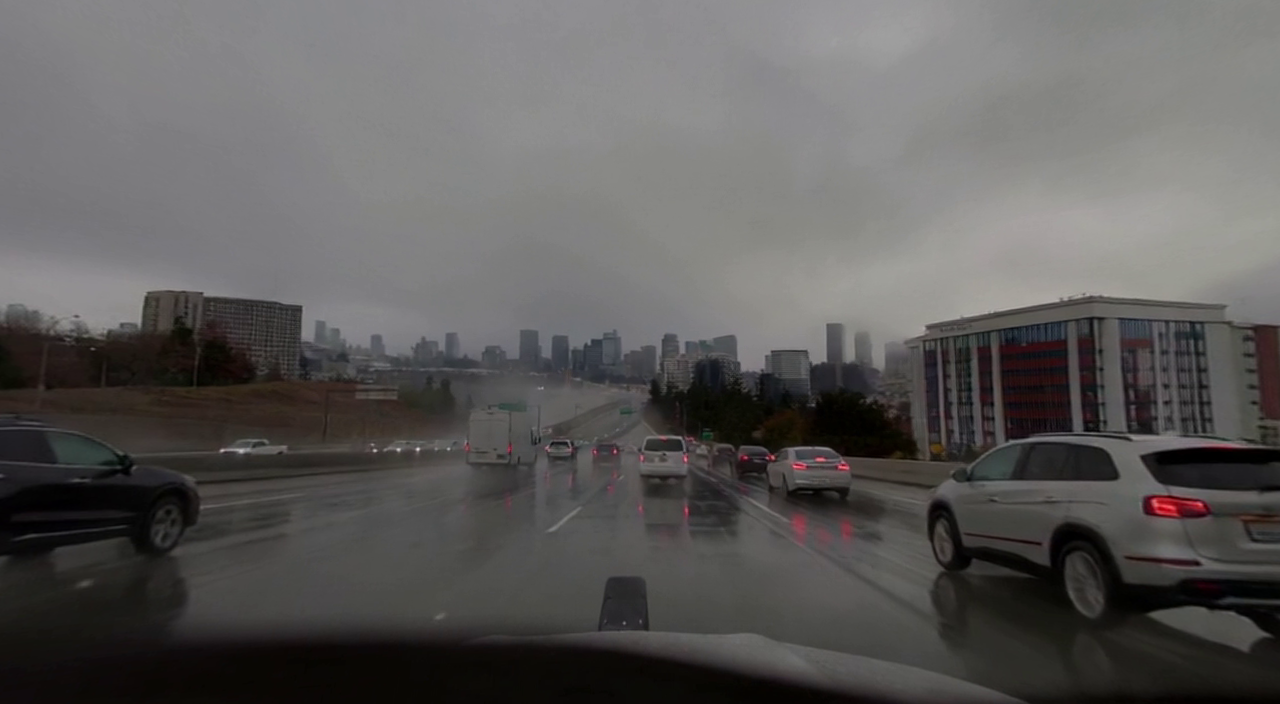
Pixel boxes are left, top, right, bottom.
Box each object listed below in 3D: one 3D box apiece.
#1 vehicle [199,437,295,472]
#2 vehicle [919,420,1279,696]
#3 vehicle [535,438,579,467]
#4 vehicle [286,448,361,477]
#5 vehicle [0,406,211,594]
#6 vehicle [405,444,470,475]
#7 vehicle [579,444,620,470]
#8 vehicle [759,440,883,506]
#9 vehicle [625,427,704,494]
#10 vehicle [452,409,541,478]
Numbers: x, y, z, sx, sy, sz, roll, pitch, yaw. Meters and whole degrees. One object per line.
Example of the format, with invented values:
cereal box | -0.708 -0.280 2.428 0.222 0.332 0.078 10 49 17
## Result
vehicle | -20.425 5.351 33.044 1.920 1.695 4.612 0 -9 2
vehicle | 4.457 1.450 5.602 1.915 1.482 4.537 0 -9 1
vehicle | -6.014 7.375 46.436 2.269 1.929 6.032 0 -9 1
vehicle | -16.229 5.638 32.538 1.823 1.388 3.705 0 -9 1
vehicle | -6.637 1.359 5.904 2.021 1.632 4.417 0 -9 2
vehicle | -10.266 5.478 32.329 1.923 1.480 3.905 0 -9 2
vehicle | -2.421 6.440 38.883 2.079 1.499 4.512 0 -9 1
vehicle | 4.552 3.113 16.663 1.942 1.487 4.518 0 -9 0
vehicle | 0.736 3.419 20.171 2.209 1.863 4.626 0 -9 1
vehicle | -6.440 4.300 29.476 2.358 2.817 7.055 0 -9 1
